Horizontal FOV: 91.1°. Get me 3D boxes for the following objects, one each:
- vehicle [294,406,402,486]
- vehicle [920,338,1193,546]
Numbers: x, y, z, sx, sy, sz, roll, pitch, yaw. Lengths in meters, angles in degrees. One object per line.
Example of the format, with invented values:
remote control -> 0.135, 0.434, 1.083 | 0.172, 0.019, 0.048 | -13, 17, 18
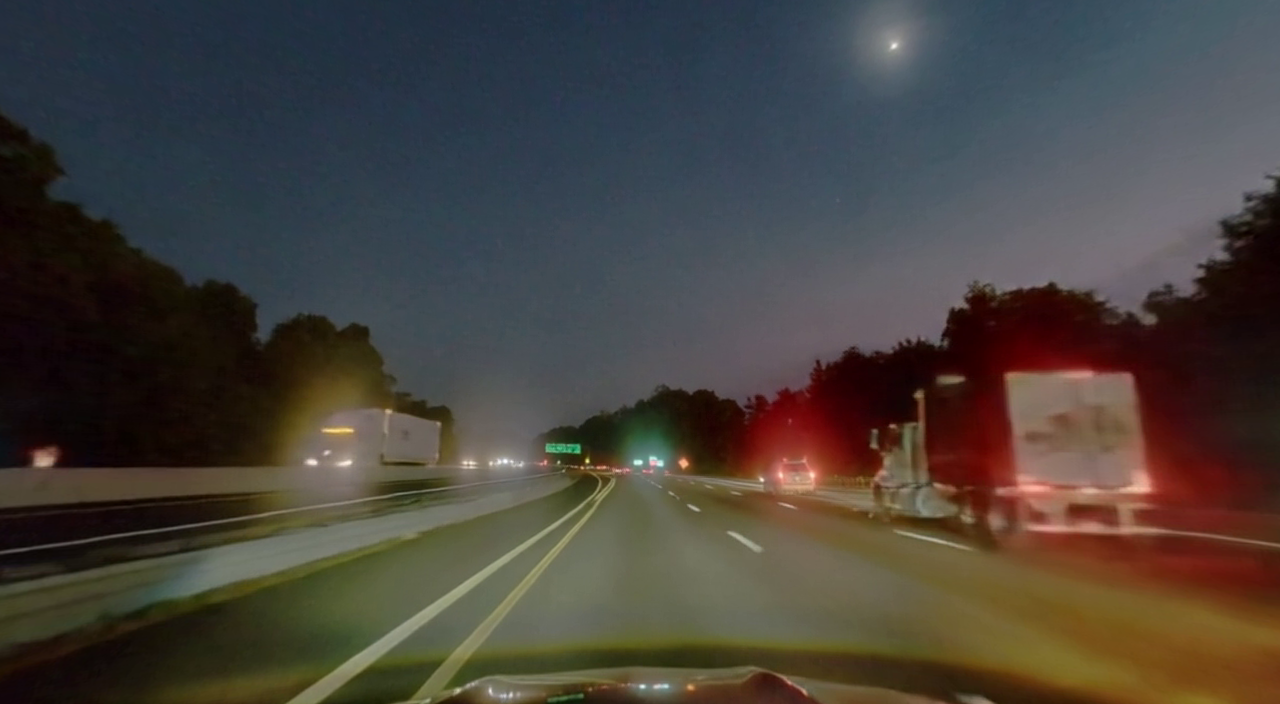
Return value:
vehicle -> -15.517, 5.182, 33.978 | 2.937, 3.831, 6.132 | 1, -11, -3
vehicle -> 8.369, 1.976, 13.474 | 2.282, 3.633, 4.740 | 1, -11, -2
